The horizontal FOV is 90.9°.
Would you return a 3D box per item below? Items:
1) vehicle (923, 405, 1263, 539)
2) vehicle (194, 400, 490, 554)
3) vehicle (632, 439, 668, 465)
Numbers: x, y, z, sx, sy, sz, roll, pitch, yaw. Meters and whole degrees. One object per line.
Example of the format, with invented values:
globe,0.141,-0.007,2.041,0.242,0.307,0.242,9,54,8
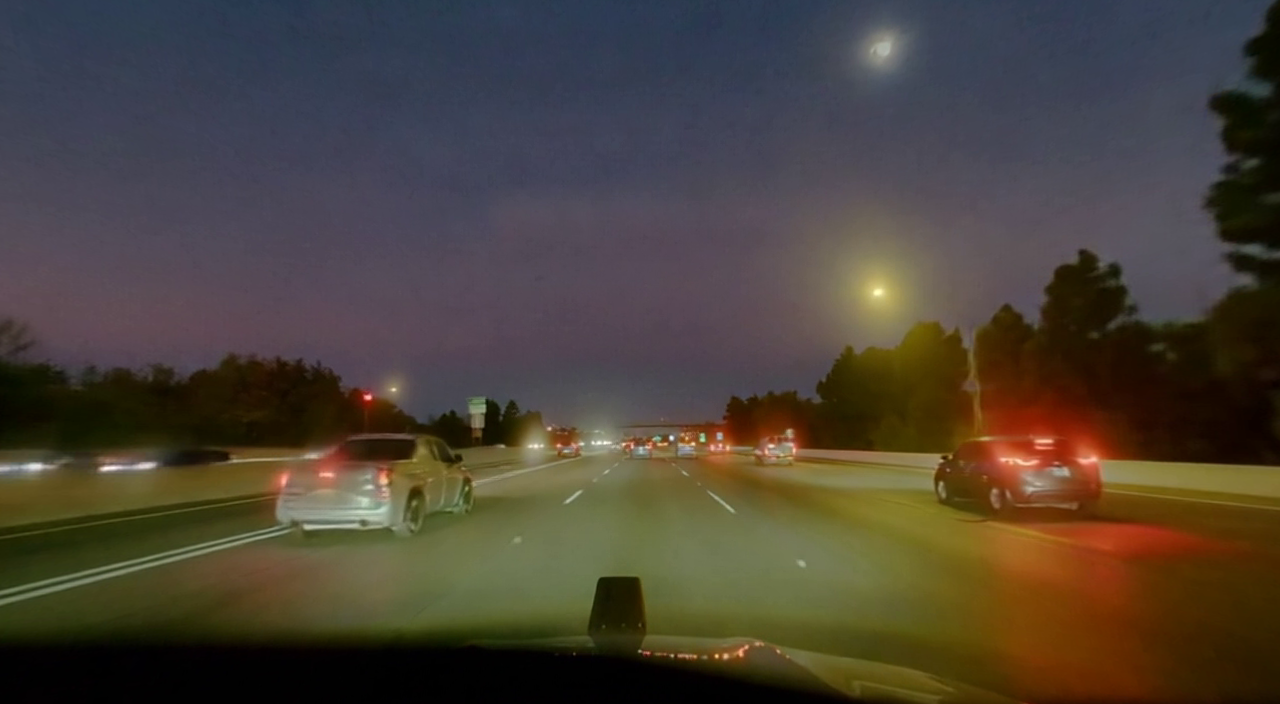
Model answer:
vehicle,7.124,1.945,10.876,2.123,1.756,4.959,0,-8,0
vehicle,-4.014,1.791,9.737,2.118,1.750,4.875,0,-8,1
vehicle,0.569,6.089,38.455,2.050,1.452,3.917,0,-8,-1
